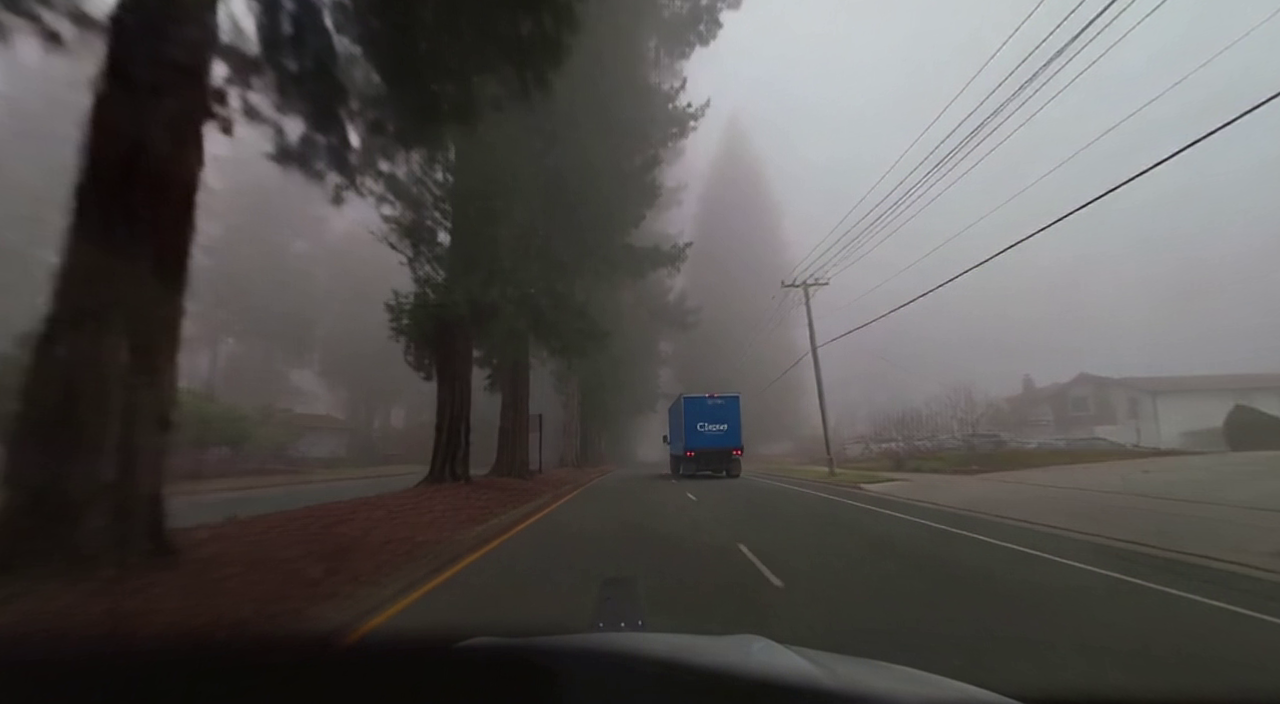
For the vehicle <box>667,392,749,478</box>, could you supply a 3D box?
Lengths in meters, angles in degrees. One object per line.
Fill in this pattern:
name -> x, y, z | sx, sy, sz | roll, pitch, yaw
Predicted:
vehicle -> 3.225, 4.381, 32.714 | 2.973, 3.848, 9.336 | 0, -8, -2
